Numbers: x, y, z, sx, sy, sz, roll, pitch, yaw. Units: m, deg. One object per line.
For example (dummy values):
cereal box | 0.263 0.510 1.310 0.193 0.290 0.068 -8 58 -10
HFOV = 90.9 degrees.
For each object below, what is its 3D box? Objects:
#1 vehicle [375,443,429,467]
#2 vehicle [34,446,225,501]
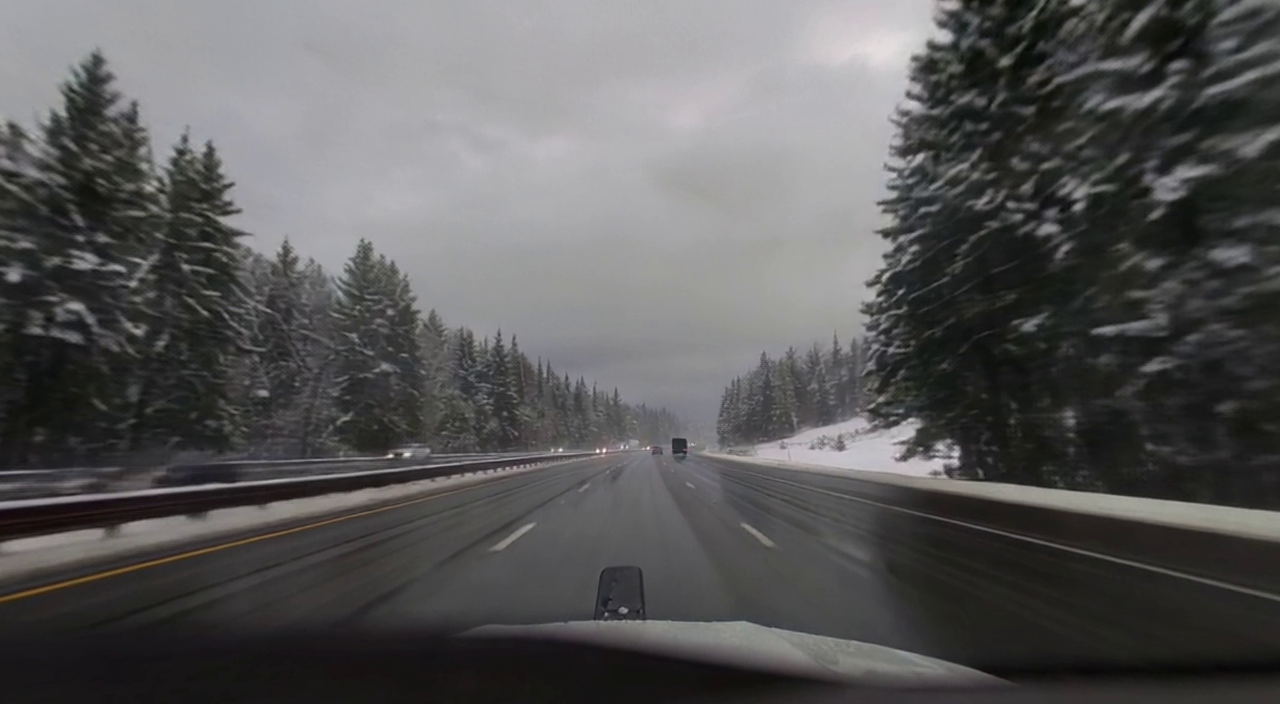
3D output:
vehicle | -18.652 8.100 49.703 2.144 1.802 4.976 0 -9 2
vehicle | -15.876 3.776 20.055 1.942 1.504 4.894 0 -9 1
